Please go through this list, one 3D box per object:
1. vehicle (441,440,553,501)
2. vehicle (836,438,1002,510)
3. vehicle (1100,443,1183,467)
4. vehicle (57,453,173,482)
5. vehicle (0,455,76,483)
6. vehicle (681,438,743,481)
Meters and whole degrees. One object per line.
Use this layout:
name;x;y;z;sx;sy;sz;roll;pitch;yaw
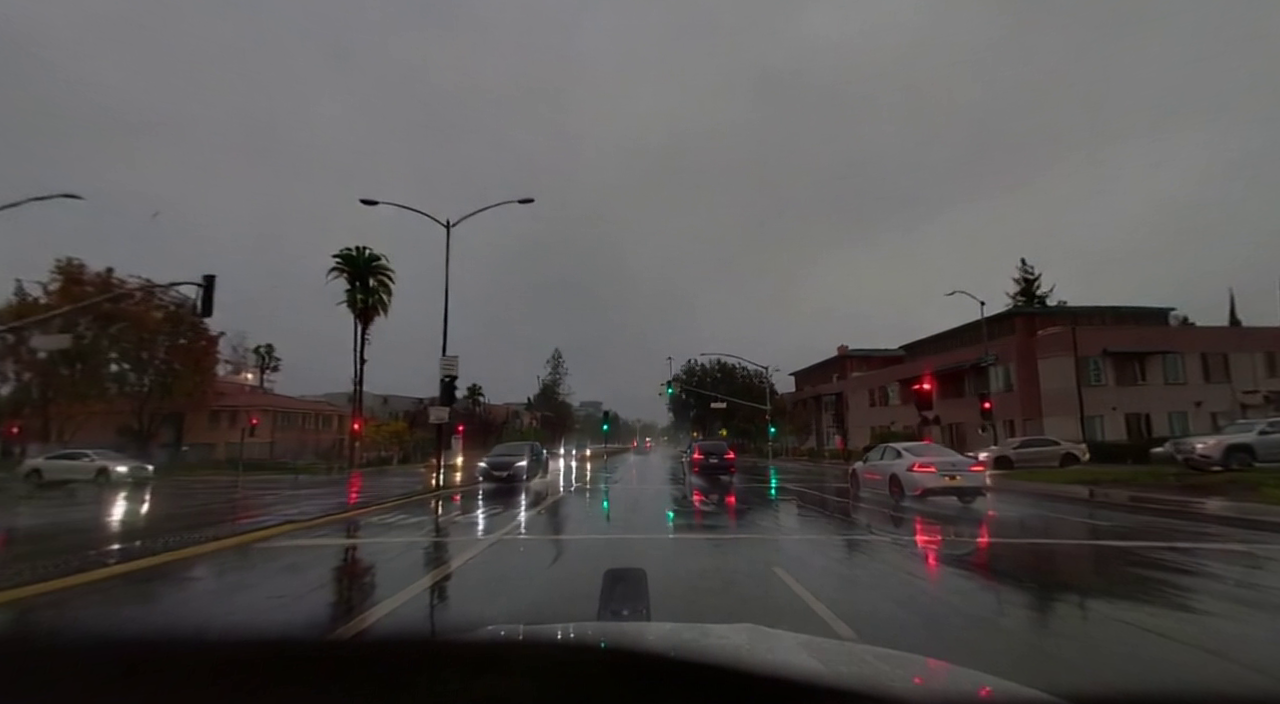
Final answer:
vehicle;-3.840;3.261;17.787;2.037;1.472;4.152;0;-9;2
vehicle;6.447;2.848;15.246;1.890;1.471;4.566;0;-9;0
vehicle;33.085;6.783;41.648;3.822;1.501;1.908;0;-8;-2
vehicle;-28.844;6.354;34.742;4.579;1.504;1.942;0;-9;-1
vehicle;-34.266;6.470;34.892;4.268;1.476;1.802;0;-9;-1
vehicle;2.914;4.479;26.504;2.009;1.639;4.267;0;-9;-1
